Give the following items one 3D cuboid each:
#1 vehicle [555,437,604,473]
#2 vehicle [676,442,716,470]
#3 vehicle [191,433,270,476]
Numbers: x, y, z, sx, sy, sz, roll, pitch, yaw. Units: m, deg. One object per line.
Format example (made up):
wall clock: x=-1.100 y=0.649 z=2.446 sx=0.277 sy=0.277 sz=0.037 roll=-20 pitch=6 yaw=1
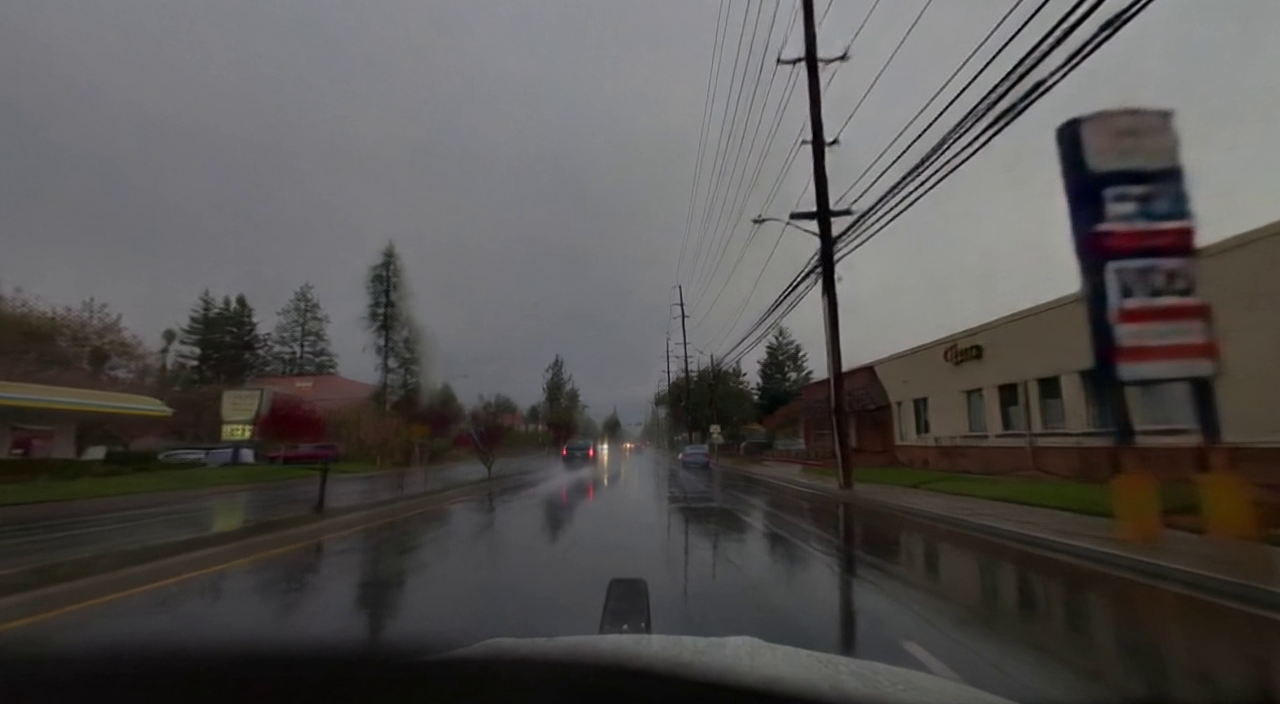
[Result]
vehicle: x=-2.979 y=5.189 z=31.918 sx=2.047 sy=1.664 sz=4.148 roll=0 pitch=-9 yaw=0
vehicle: x=3.136 y=5.918 z=36.087 sx=1.978 sy=1.455 sz=4.195 roll=0 pitch=-9 yaw=1
vehicle: x=-28.097 y=7.015 z=43.549 sx=2.230 sy=2.687 sz=5.908 roll=1 pitch=-8 yaw=-9
